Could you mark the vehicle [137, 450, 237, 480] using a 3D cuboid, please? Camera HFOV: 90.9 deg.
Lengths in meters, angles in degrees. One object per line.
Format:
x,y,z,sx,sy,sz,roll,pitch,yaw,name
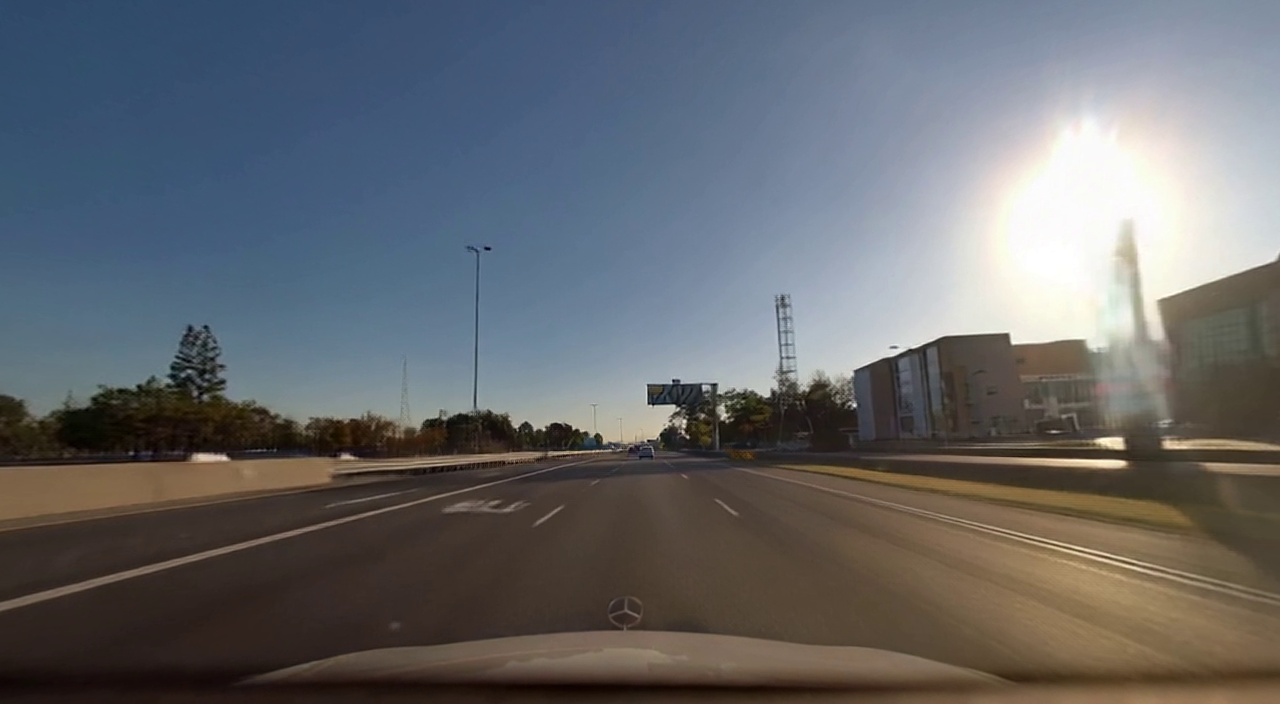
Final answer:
-24.806,6.162,34.784,2.049,1.499,4.699,0,-8,0,vehicle
